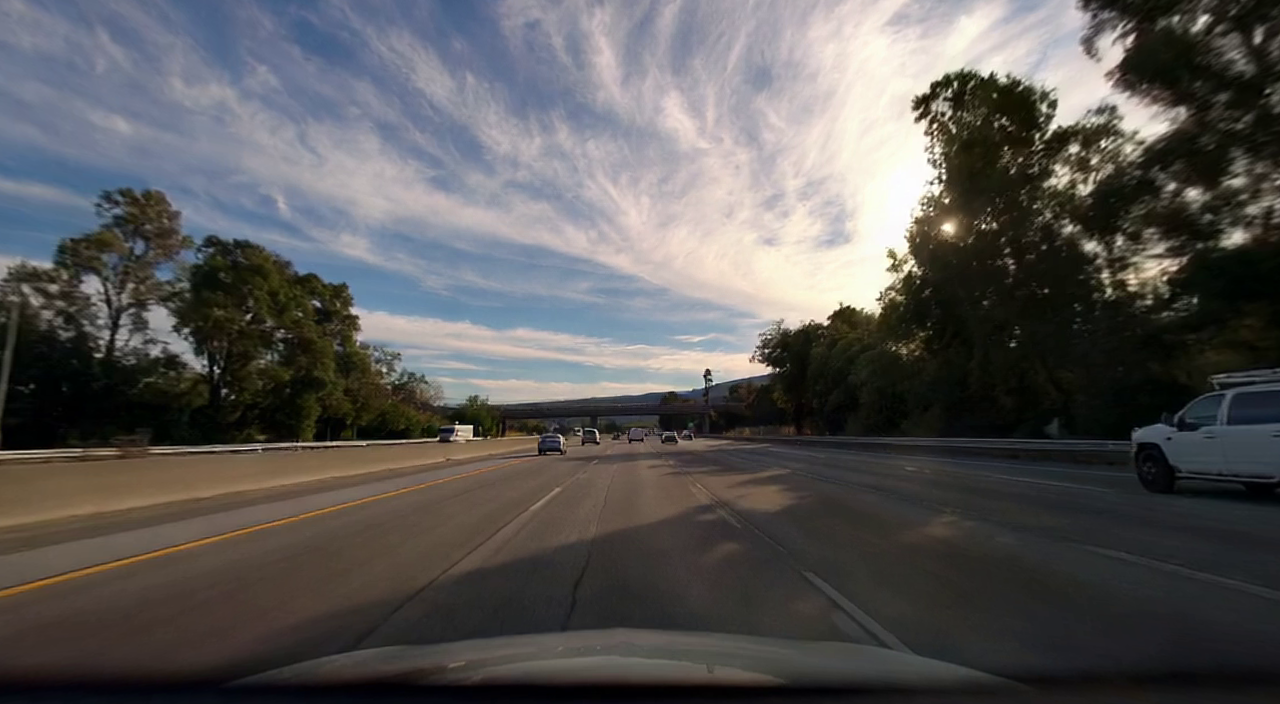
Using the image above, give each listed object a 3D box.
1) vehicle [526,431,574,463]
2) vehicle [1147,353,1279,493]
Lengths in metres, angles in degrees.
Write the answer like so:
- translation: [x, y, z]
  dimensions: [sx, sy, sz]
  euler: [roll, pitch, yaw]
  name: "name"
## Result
- translation: [-4.497, 4.809, 32.121]
  dimensions: [1.933, 1.473, 4.023]
  euler: [0, -8, -1]
  name: "vehicle"
- translation: [12.929, 1.267, 11.265]
  dimensions: [2.376, 2.533, 6.230]
  euler: [0, -8, -2]
  name: "vehicle"
